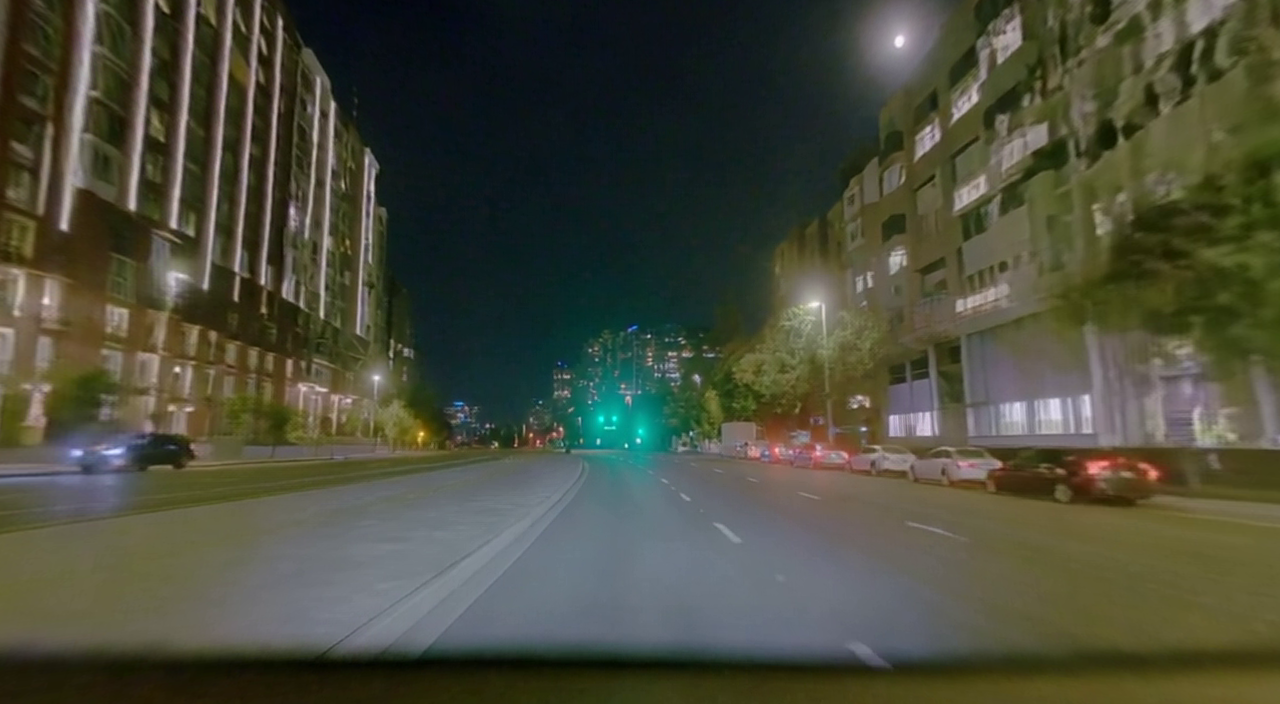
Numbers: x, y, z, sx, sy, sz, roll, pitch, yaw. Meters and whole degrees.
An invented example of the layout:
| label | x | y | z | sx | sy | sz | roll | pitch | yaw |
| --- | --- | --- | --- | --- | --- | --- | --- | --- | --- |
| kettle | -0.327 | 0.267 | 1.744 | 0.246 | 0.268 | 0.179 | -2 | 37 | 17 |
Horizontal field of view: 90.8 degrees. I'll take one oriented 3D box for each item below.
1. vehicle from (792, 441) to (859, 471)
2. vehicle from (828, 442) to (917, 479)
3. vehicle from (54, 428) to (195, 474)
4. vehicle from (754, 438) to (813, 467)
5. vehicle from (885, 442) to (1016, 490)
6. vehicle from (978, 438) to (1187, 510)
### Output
| label | x | y | z | sx | sy | sz | roll | pitch | yaw |
| --- | --- | --- | --- | --- | --- | --- | --- | --- | --- |
| vehicle | 9.849 | 5.574 | 33.942 | 1.801 | 1.489 | 4.339 | 1 | -9 | -7 |
| vehicle | 10.149 | 4.770 | 28.025 | 1.895 | 1.467 | 4.885 | 0 | -8 | -3 |
| vehicle | -19.144 | 3.676 | 23.728 | 1.938 | 1.524 | 4.107 | 1 | -8 | -3 |
| vehicle | 9.224 | 6.519 | 41.152 | 2.050 | 1.699 | 5.584 | 1 | -8 | -5 |
| vehicle | 10.581 | 3.900 | 22.000 | 1.838 | 1.466 | 4.704 | 1 | -9 | -5 |
| vehicle | 10.728 | 2.964 | 15.838 | 1.907 | 1.524 | 4.381 | 0 | -8 | -3 |
